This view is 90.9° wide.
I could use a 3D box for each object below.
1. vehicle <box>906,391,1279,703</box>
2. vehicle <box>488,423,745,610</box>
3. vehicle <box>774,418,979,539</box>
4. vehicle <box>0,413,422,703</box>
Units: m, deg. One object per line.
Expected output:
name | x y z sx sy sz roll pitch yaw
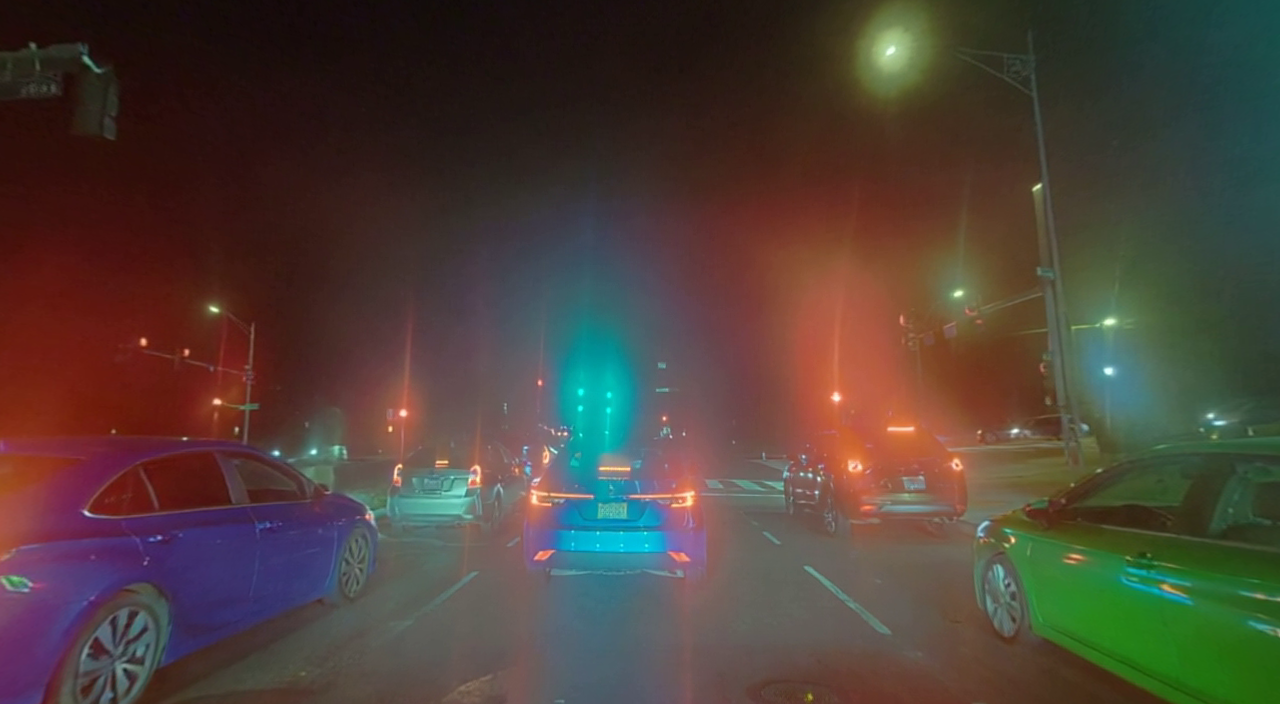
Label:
vehicle | 3.407 1.067 3.493 1.981 1.499 4.536 -1 -8 2
vehicle | -0.175 1.618 7.120 2.059 1.477 3.988 0 -8 0
vehicle | 3.775 2.098 11.024 2.007 1.683 4.171 0 -8 1
vehicle | -3.410 1.298 4.718 1.980 1.454 4.226 0 -8 1
